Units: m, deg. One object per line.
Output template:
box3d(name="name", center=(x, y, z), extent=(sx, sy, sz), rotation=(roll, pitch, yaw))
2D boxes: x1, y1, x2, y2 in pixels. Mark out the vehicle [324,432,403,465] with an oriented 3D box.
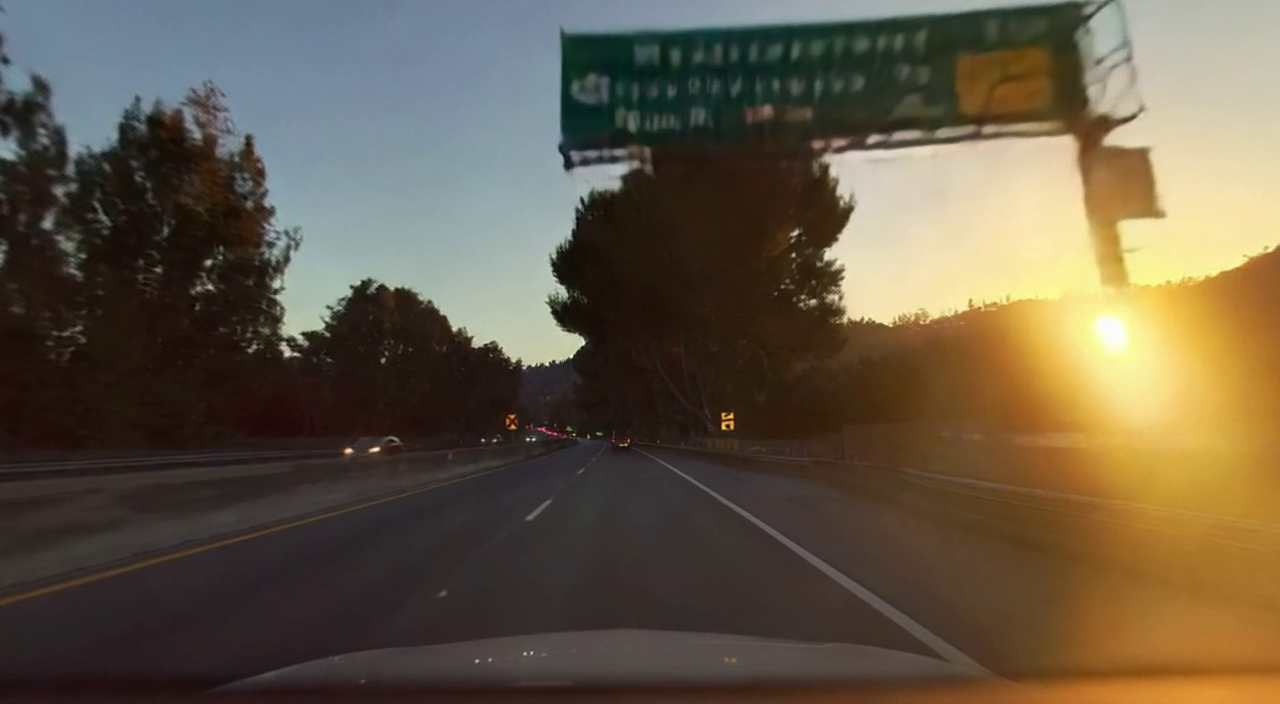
box3d(name="vehicle", center=(-13.392, 4.666, 30.819), extent=(1.950, 1.490, 4.441), rotation=(0, -8, -2))
